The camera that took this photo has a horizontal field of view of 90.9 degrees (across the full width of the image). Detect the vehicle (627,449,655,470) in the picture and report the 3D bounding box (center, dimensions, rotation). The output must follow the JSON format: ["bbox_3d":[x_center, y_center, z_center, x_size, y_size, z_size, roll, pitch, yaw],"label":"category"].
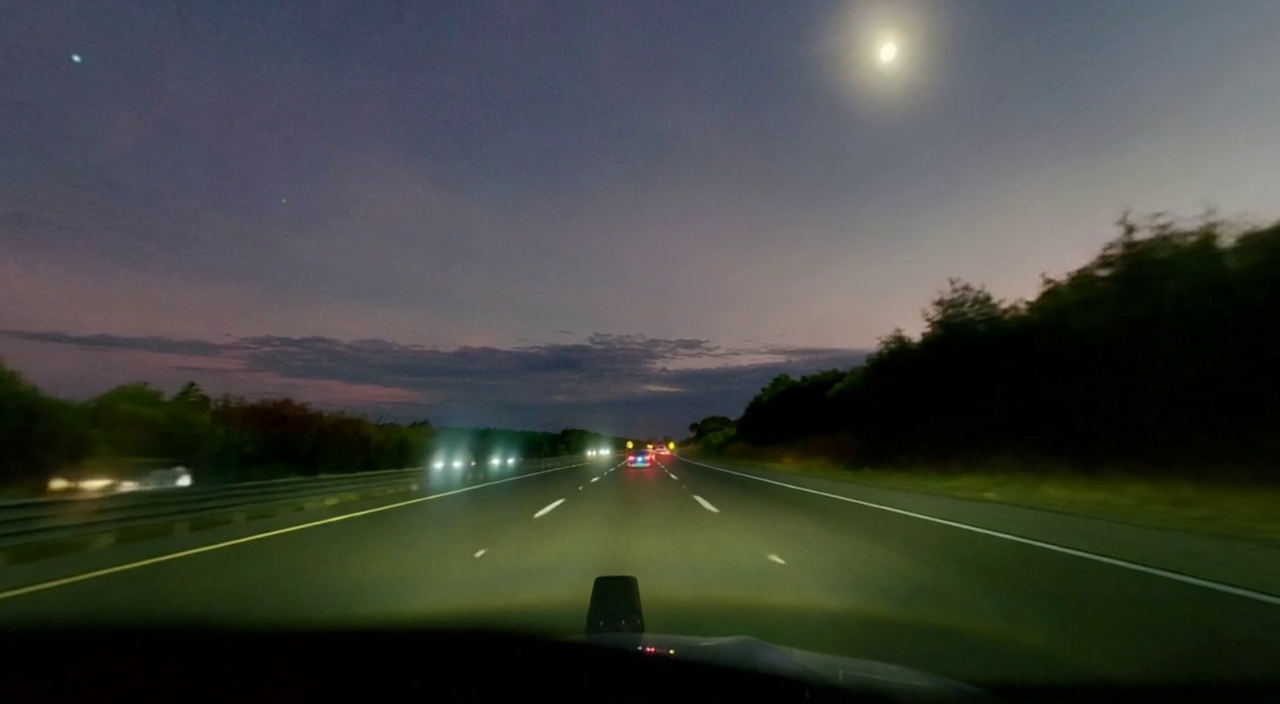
[{"bbox_3d":[0.058,8.094,47.612,1.964,1.483,4.016,0,-9,-1],"label":"vehicle"}]

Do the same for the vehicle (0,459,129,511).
[{"bbox_3d":[-19.983,4.369,21.141,1.826,1.477,4.521,0,-9,1],"label":"vehicle"}]
